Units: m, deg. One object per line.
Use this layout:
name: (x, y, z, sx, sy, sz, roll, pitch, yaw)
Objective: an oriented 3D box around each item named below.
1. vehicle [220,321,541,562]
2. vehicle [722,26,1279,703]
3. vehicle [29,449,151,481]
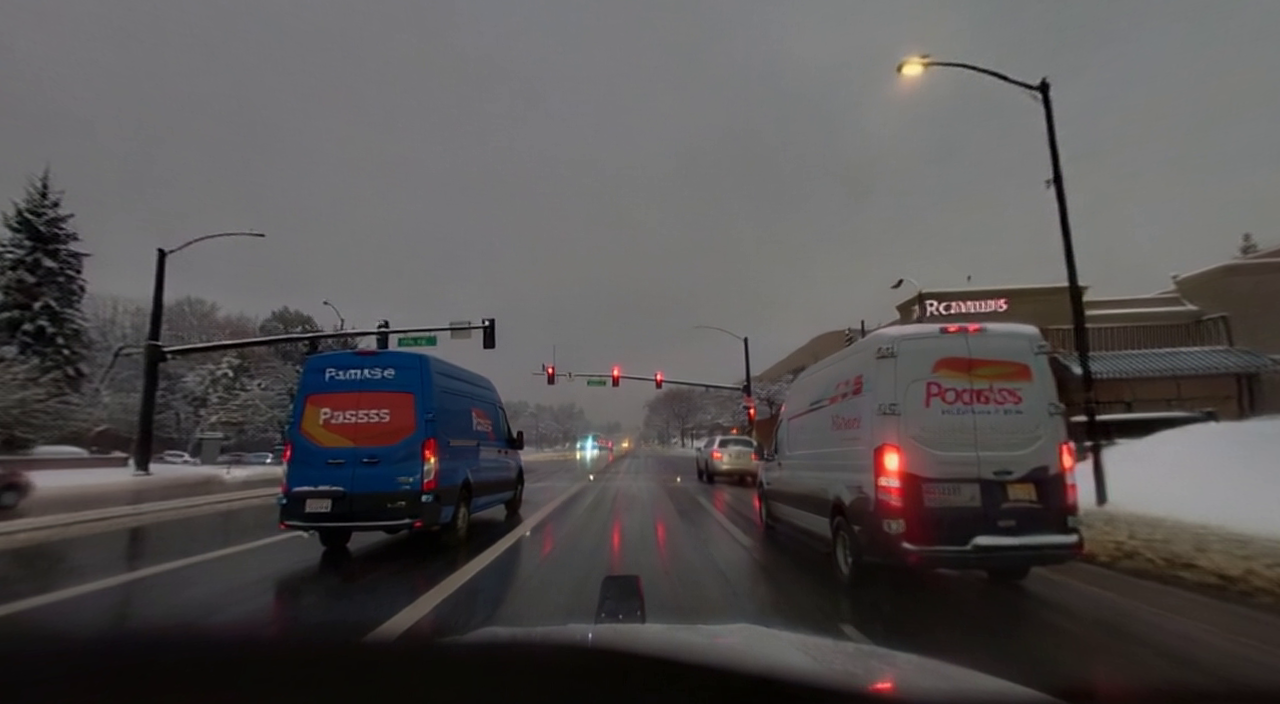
vehicle: (-3.493, 1.514, 10.603, 2.443, 2.784, 6.493, 0, -9, 1)
vehicle: (3.179, 0.735, 8.032, 2.861, 3.525, 9.858, 0, -9, 0)
vehicle: (-30.945, 6.334, 35.746, 4.811, 1.675, 1.875, 5, -10, -30)
